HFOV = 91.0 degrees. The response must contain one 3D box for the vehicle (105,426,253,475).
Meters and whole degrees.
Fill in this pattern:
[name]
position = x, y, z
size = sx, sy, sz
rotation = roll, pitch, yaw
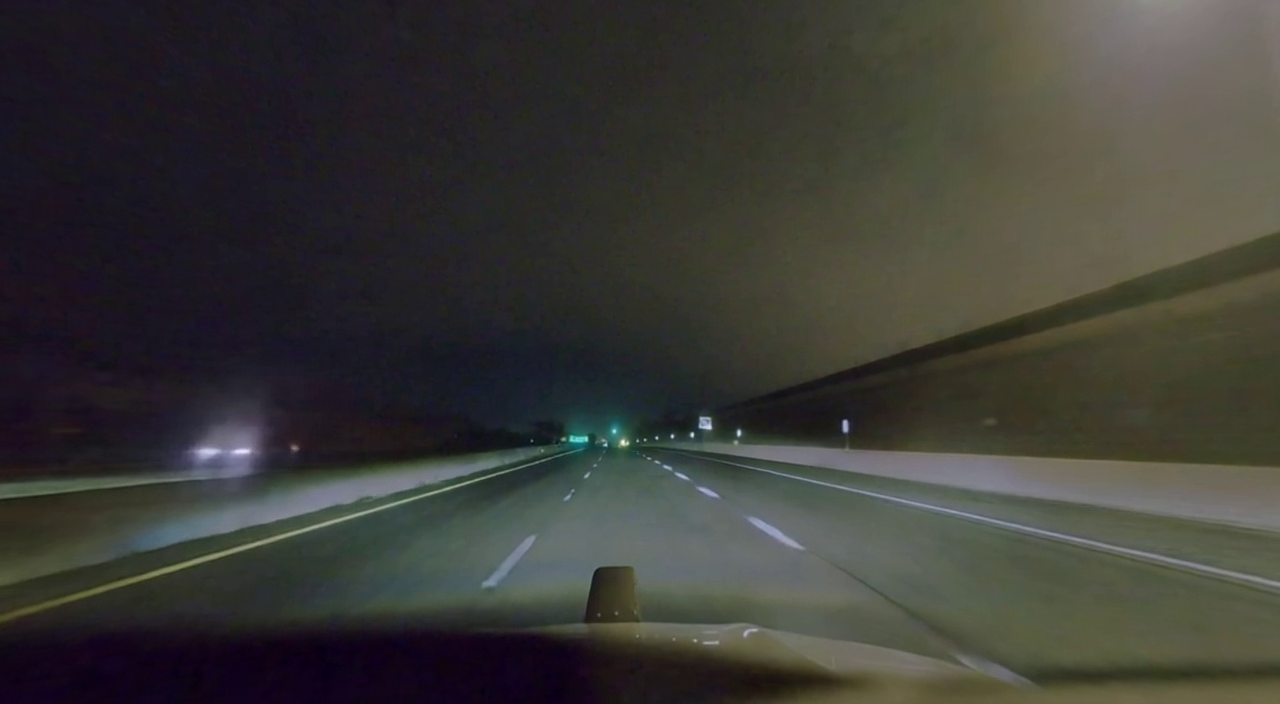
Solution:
[vehicle]
position = -15.833, 3.415, 21.990
size = 1.851, 1.505, 4.541
rotation = 0, -8, -2
